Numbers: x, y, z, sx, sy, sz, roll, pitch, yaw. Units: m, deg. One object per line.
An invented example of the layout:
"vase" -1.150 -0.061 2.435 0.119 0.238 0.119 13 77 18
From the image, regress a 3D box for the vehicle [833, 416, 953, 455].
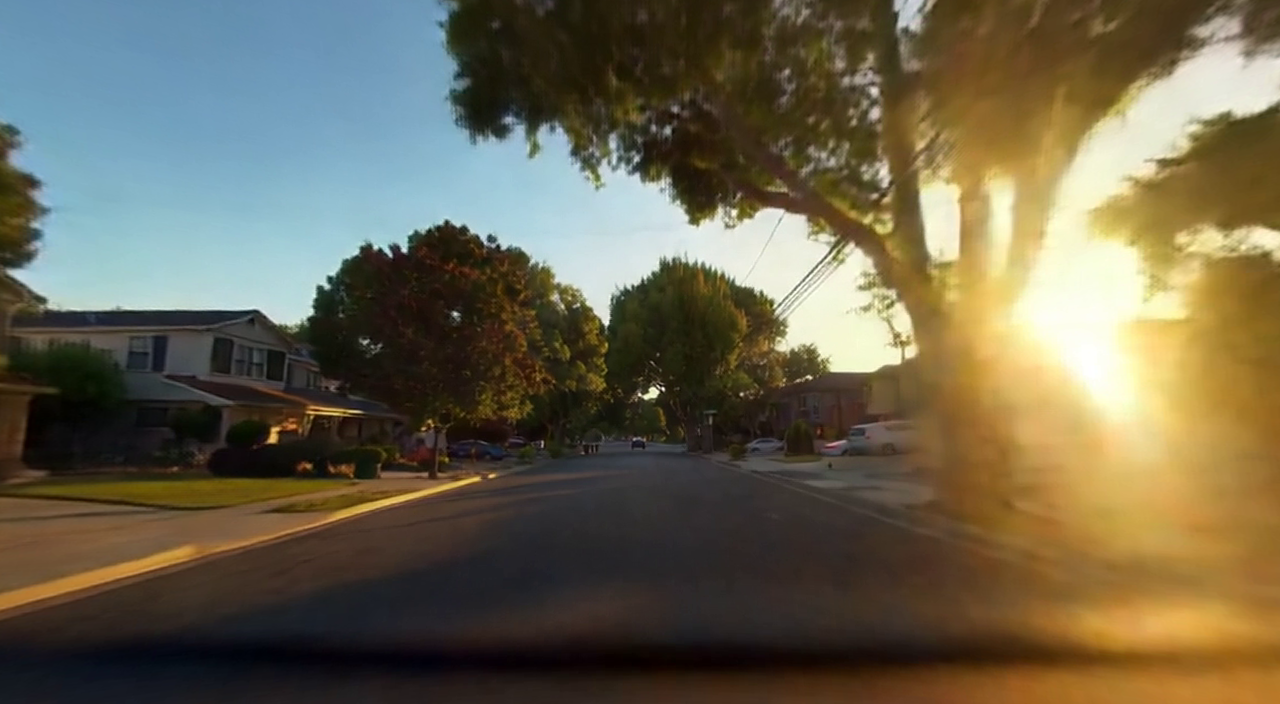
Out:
"vehicle" 12.813 4.260 32.296 5.049 1.845 2.327 -1 -8 0
